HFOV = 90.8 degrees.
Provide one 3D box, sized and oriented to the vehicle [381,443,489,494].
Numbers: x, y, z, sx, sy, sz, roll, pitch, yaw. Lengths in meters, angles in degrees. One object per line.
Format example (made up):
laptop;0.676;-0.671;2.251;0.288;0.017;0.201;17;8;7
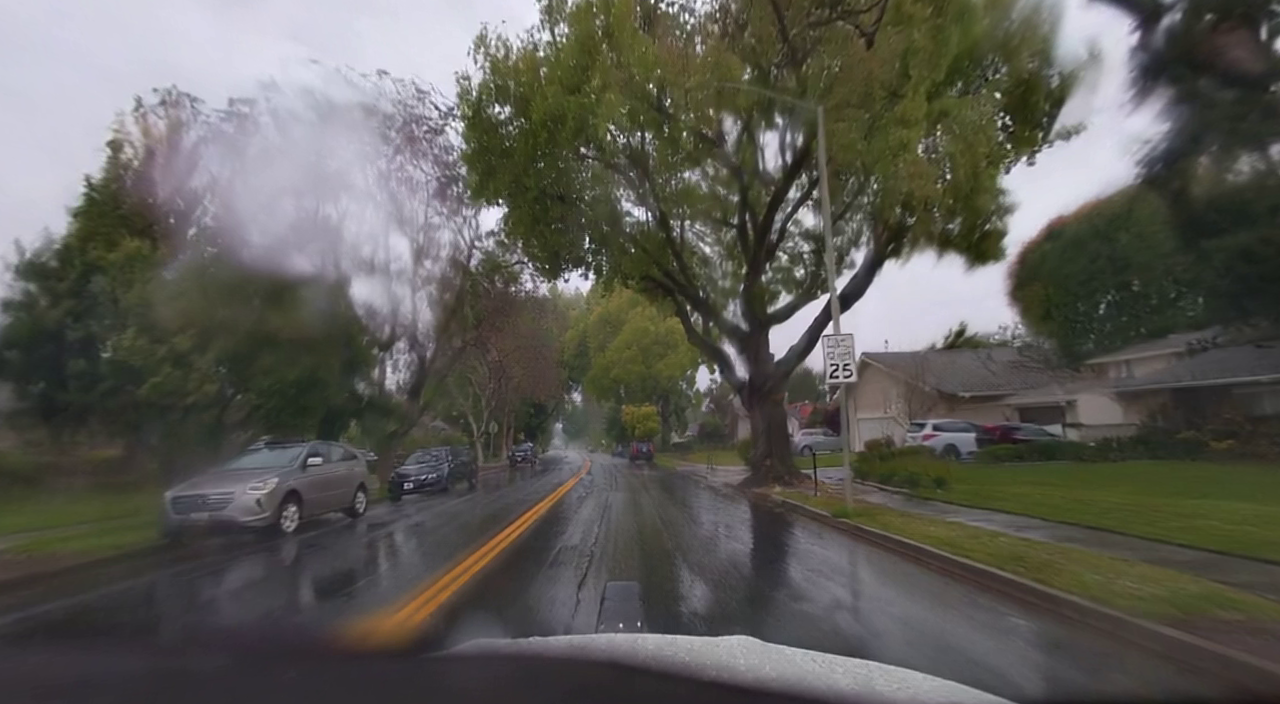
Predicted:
vehicle;-6.693;3.854;21.357;2.004;1.400;5.505;-2;-9;-2

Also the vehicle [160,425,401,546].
vehicle;-6.556;2.489;12.358;2.051;1.761;4.698;-3;-9;-1

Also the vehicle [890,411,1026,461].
vehicle;12.705;3.394;25.441;4.392;1.944;1.917;0;-8;-1

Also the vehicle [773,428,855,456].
vehicle;11.863;6.154;43.324;4.938;1.830;2.024;0;-8;-2

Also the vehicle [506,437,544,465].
vehicle;-8.226;7.133;45.559;2.102;1.801;5.574;-1;-9;-5
